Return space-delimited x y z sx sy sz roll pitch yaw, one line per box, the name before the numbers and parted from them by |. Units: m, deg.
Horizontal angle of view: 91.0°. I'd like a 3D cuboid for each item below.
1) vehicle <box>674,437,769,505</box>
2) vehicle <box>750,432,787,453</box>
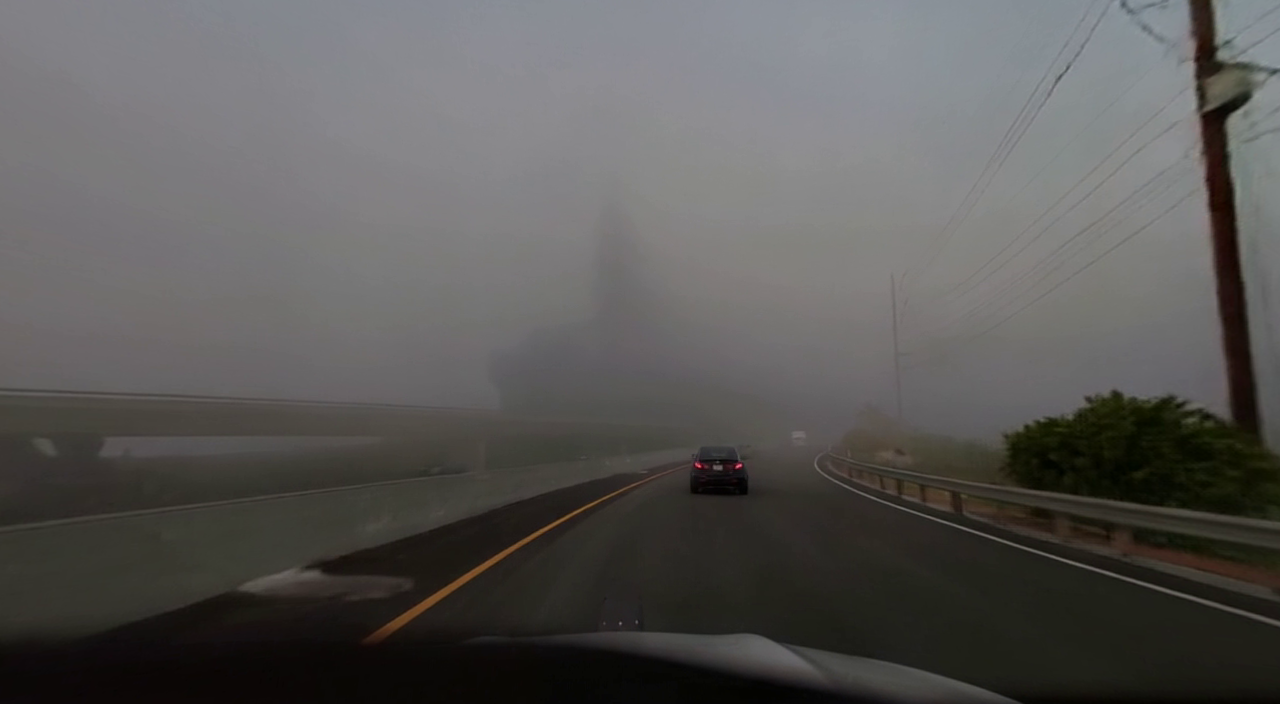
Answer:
vehicle | 2.085 2.981 16.254 2.091 1.482 4.321 -1 -9 7
vehicle | 9.581 6.709 46.625 1.931 1.485 4.191 -3 -9 21
